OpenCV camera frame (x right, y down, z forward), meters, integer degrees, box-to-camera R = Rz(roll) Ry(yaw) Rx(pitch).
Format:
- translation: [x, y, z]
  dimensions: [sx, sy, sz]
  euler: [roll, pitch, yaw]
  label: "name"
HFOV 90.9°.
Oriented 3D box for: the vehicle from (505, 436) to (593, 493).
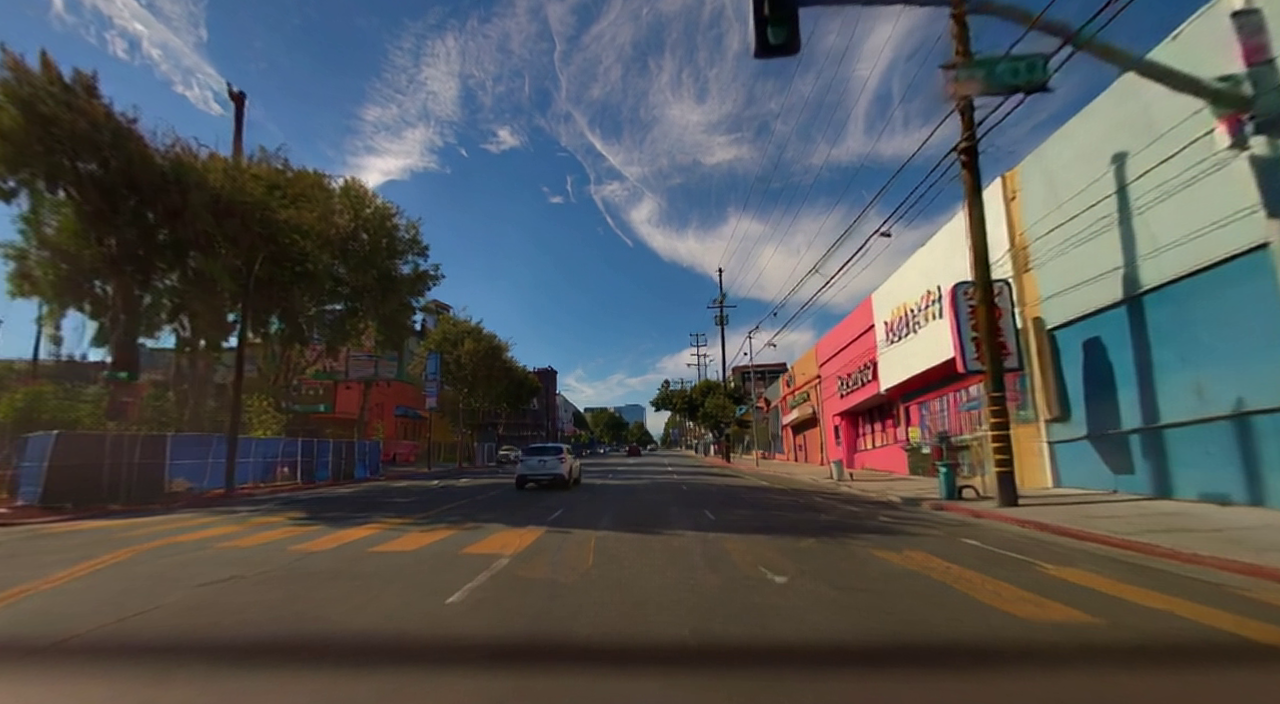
- translation: [-2.745, 3.538, 20.199]
  dimensions: [2.036, 1.589, 4.549]
  euler: [-1, -9, 2]
  label: "vehicle"
